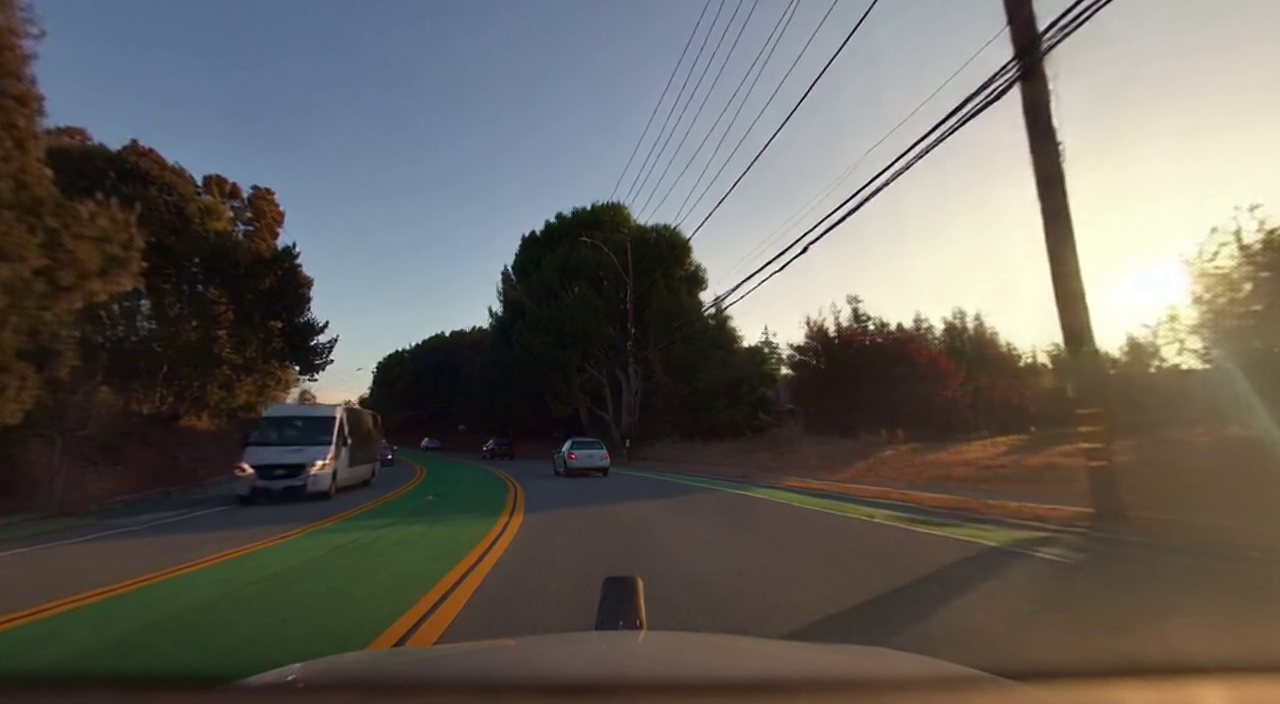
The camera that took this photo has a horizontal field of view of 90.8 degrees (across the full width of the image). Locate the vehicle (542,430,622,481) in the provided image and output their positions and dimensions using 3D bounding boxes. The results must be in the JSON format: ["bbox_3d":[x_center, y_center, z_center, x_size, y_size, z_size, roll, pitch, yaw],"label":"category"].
[{"bbox_3d":[-2.403,4.054,24.918,2.140,1.767,4.720,3,-9,-18],"label":"vehicle"}]

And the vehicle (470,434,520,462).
[{"bbox_3d":[-9.714,6.384,42.011,2.075,1.699,4.520,5,-10,-28],"label":"vehicle"}]

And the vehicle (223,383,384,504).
[{"bbox_3d":[-9.456,2.705,18.662,2.413,2.872,6.823,2,-9,-13],"label":"vehicle"}]
